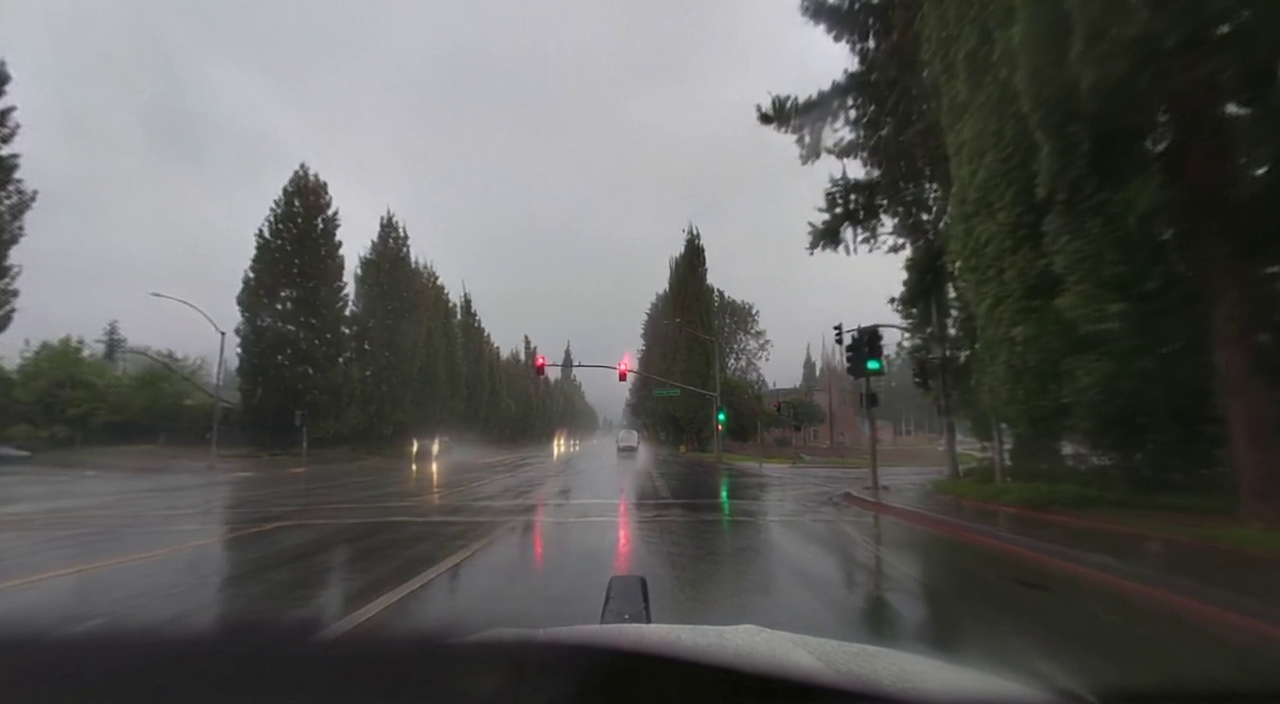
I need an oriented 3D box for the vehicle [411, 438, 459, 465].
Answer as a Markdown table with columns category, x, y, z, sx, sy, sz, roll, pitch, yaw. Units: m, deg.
| category | x | y | z | sx | sy | sz | roll | pitch | yaw |
| --- | --- | --- | --- | --- | --- | --- | --- | --- | --- |
| vehicle | -13.340 | 6.499 | 41.236 | 1.877 | 1.600 | 3.952 | 1 | -9 | -1 |
